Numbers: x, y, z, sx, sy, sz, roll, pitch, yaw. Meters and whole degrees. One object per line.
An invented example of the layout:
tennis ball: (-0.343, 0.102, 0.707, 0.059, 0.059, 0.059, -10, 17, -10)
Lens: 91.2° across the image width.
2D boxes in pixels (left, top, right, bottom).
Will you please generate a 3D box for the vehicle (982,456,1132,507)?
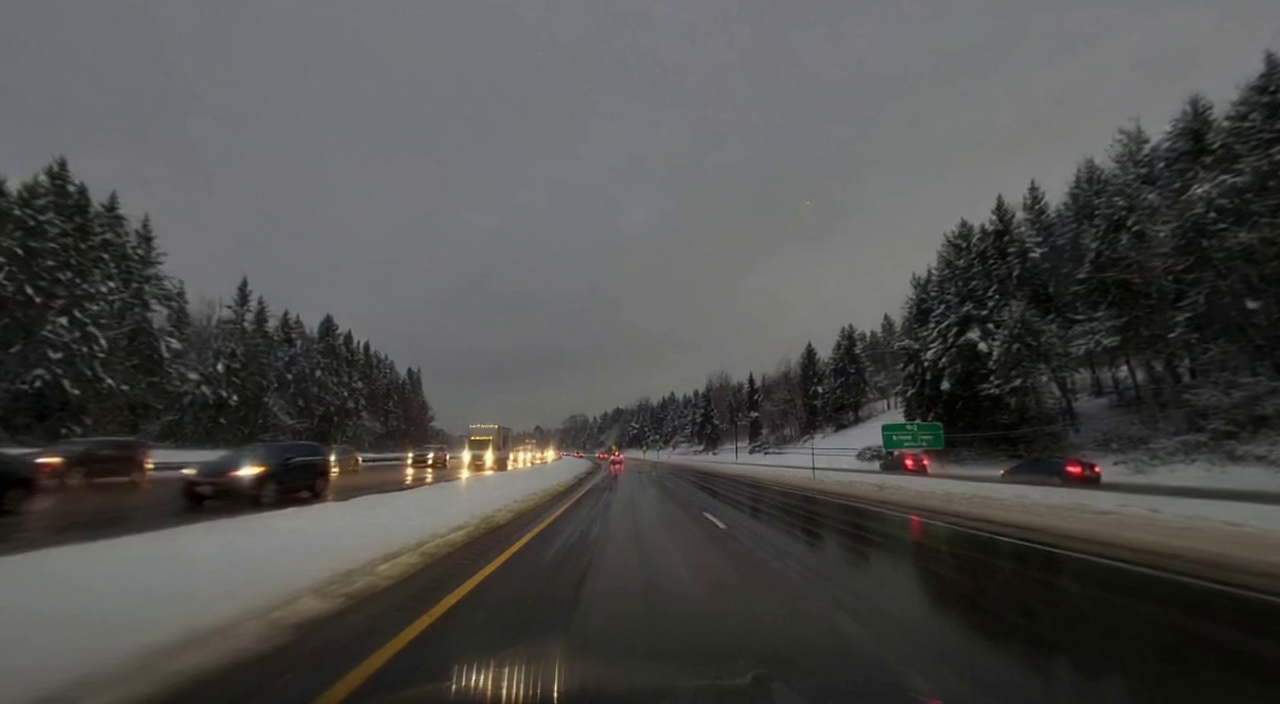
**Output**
vehicle: (14.270, 4.411, 21.832, 1.941, 1.536, 4.585, 0, -9, -2)

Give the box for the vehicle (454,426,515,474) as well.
vehicle: (-9.280, 5.955, 38.121, 2.356, 2.637, 6.975, 0, -9, -4)

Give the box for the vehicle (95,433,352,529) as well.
vehicle: (-7.778, 2.438, 12.419, 2.032, 1.521, 4.518, 0, -9, -1)

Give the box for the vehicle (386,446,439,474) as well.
vehicle: (-14.280, 6.775, 39.583, 1.947, 1.647, 4.183, 0, -9, -3)
